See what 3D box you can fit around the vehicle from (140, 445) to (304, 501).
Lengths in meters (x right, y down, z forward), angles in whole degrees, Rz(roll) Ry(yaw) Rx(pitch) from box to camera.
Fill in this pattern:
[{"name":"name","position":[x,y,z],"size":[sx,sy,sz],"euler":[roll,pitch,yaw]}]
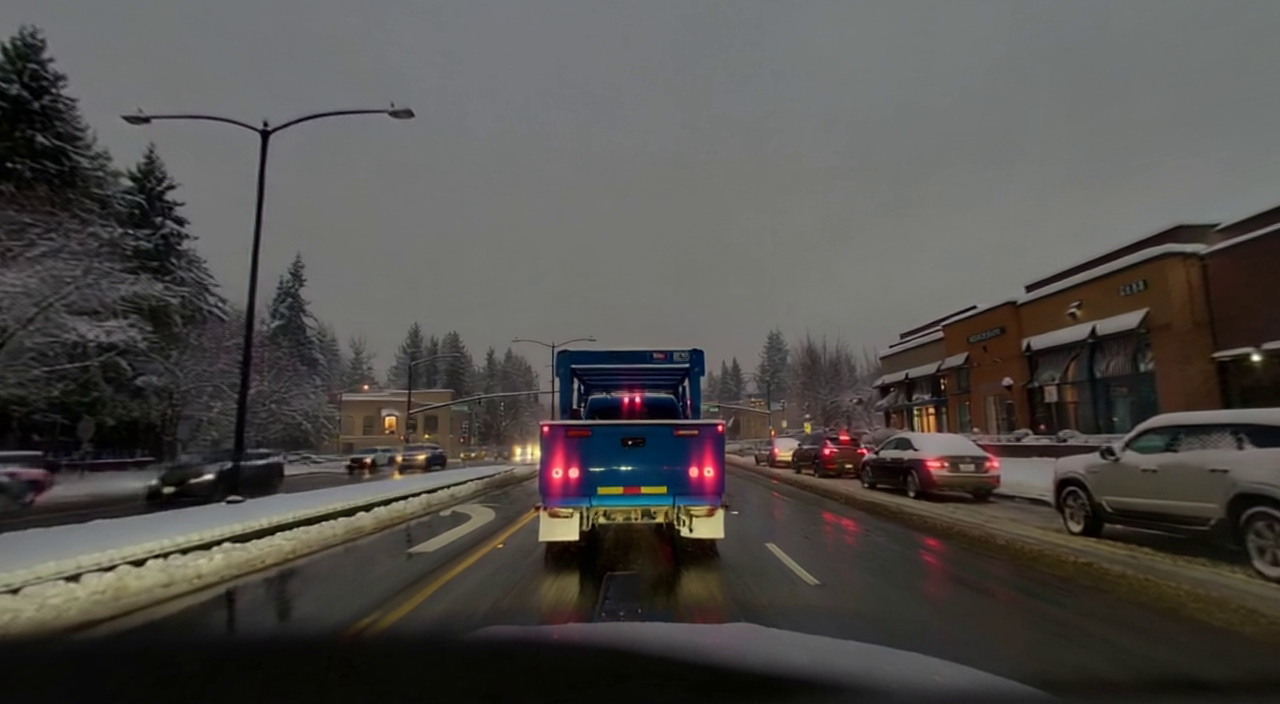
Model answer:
[{"name":"vehicle","position":[-12.269,3.534,18.986],"size":[1.906,1.461,4.333],"euler":[0,-9,1]}]

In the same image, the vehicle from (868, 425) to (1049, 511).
[{"name":"vehicle","position":[7.067,2.613,14.651],"size":[1.931,1.692,4.267],"euler":[0,-9,0]}]

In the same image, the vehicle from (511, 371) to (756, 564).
[{"name":"vehicle","position":[-0.115,1.696,9.894],"size":[2.682,2.117,5.706],"euler":[0,-9,-1]}]

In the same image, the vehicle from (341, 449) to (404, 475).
[{"name":"vehicle","position":[-15.662,6.444,37.254],"size":[1.854,1.364,4.357],"euler":[0,-9,0]}]

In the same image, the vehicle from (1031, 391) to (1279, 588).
[{"name":"vehicle","position":[6.828,1.442,7.019],"size":[2.023,1.771,4.488],"euler":[0,-9,-1]}]

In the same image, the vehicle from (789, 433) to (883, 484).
[{"name":"vehicle","position":[7.070,3.872,23.278],"size":[1.953,1.665,4.327],"euler":[0,-9,-2]}]

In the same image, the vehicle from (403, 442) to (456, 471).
[{"name":"vehicle","position":[-12.107,6.027,36.490],"size":[1.781,1.558,3.688],"euler":[0,-9,0]}]
